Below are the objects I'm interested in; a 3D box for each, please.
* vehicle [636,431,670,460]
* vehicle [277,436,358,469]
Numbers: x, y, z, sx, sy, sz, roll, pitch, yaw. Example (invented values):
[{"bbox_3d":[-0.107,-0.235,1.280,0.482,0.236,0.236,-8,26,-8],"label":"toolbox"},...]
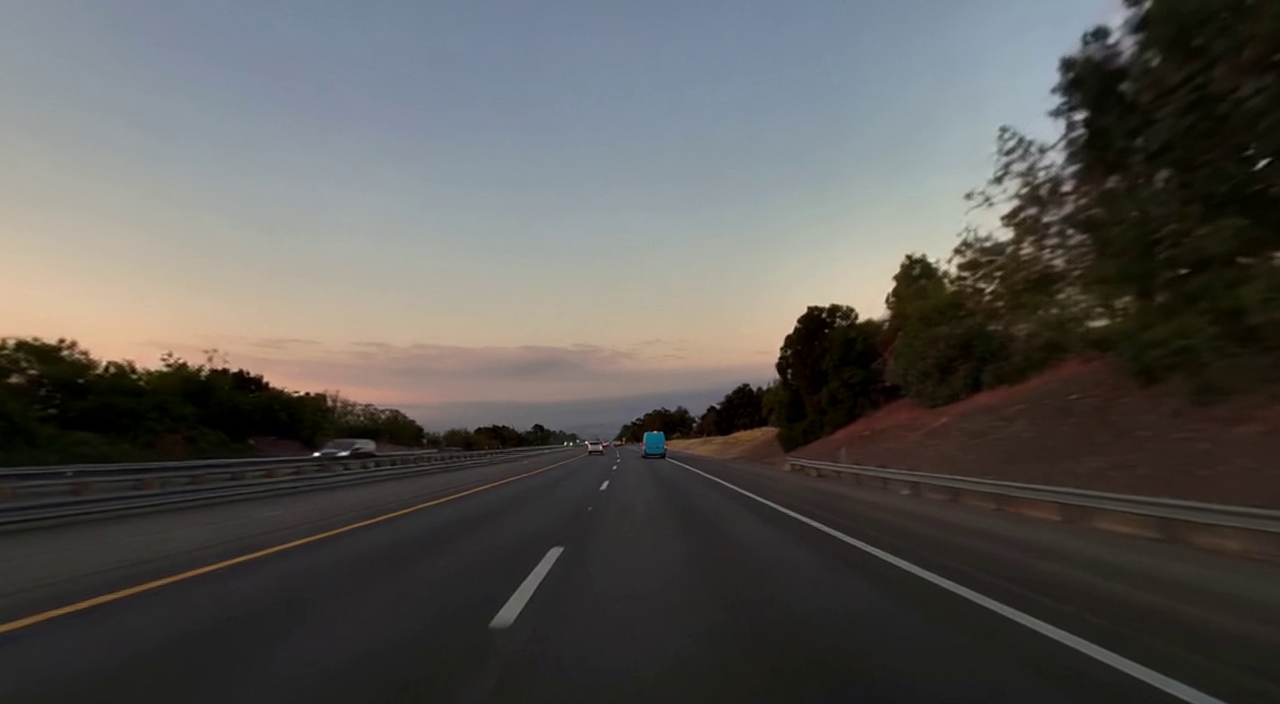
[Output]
[{"bbox_3d":[0.909,6.992,47.282,2.269,2.048,4.679,0,-8,-2],"label":"vehicle"},{"bbox_3d":[-16.642,5.172,32.734,1.956,1.581,4.350,0,-8,0],"label":"vehicle"}]
